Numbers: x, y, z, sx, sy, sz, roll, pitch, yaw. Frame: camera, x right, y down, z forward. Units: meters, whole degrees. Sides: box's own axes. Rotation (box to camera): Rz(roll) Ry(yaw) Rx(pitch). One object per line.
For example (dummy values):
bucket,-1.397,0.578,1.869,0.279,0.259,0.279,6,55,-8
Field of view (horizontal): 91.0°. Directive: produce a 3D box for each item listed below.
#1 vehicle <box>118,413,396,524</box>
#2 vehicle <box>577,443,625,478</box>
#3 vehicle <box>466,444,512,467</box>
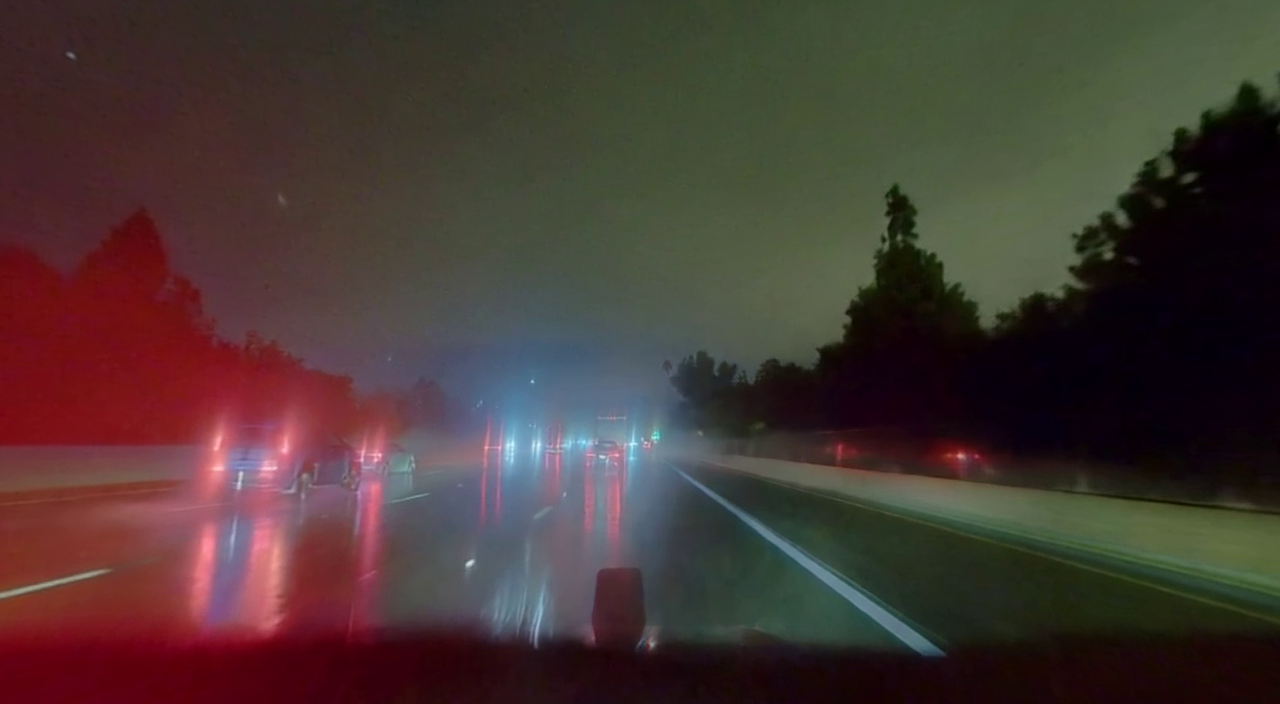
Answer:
vehicle,-7.316,2.305,13.064,2.115,1.778,5.572,0,-9,2
vehicle,-1.790,5.118,30.055,1.931,1.528,4.126,0,-9,1
vehicle,-10.516,7.222,44.241,2.036,1.506,4.358,0,-9,1
